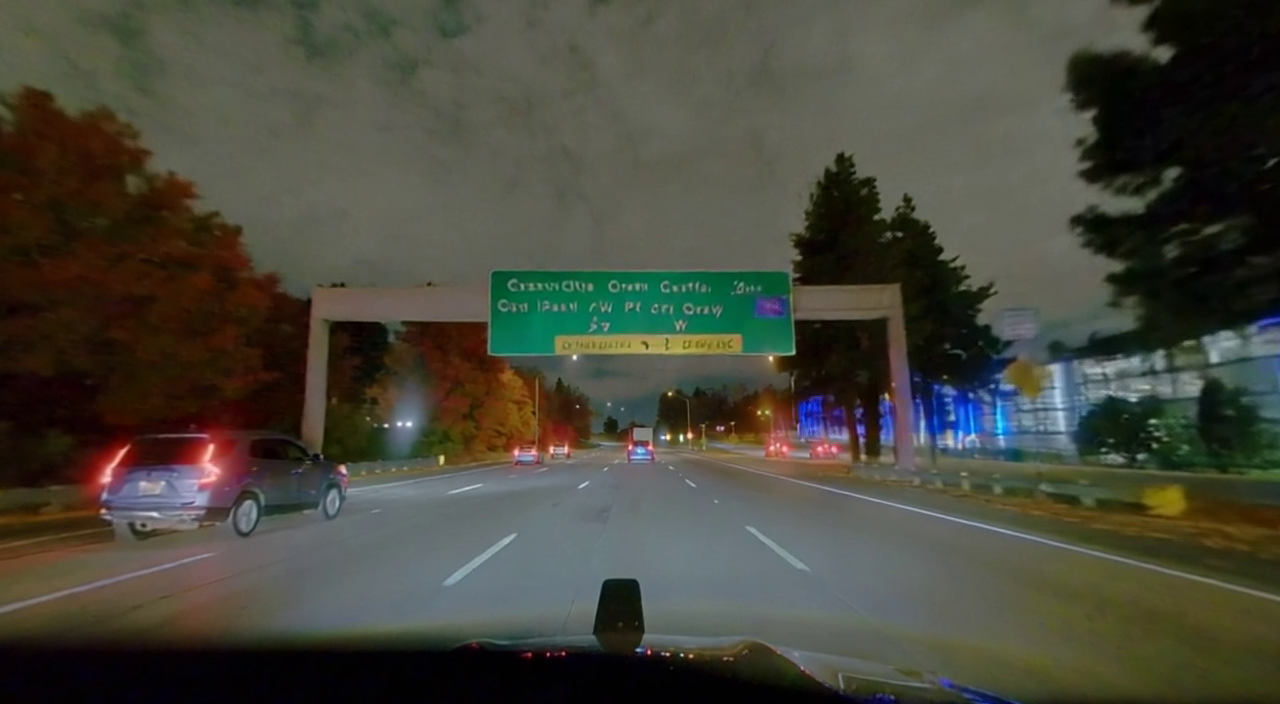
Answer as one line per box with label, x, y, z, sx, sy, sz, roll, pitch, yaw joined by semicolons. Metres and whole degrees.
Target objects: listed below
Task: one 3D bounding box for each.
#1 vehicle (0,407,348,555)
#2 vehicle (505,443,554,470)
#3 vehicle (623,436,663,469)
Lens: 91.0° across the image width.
vehicle;-7.124;1.991;10.425;2.146;1.834;4.999;0;-9;0
vehicle;-6.556;6.257;37.851;2.074;1.495;4.643;0;-9;0
vehicle;0.166;5.968;37.502;2.245;1.863;4.801;0;-9;0
